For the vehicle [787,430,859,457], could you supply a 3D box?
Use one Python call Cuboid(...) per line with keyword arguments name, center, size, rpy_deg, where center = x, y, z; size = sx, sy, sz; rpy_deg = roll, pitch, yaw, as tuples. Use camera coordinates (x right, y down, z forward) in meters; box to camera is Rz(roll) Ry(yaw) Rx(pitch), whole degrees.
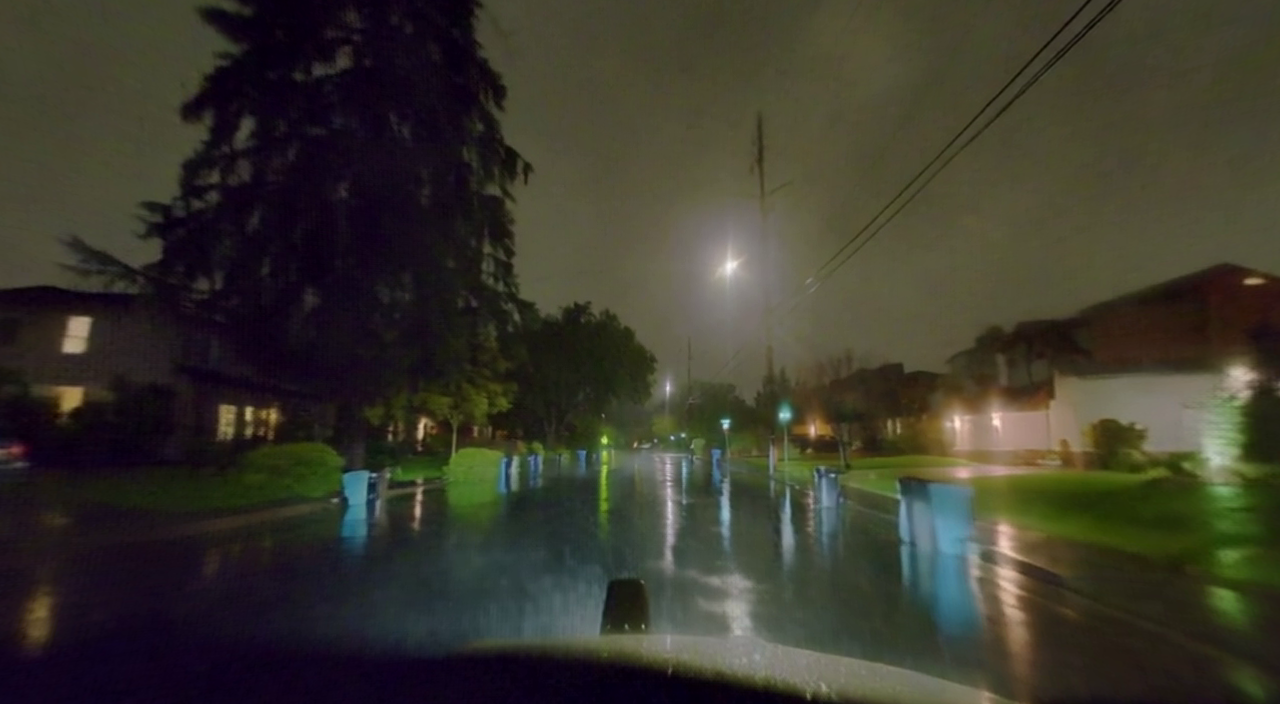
Cuboid(name="vehicle", center=(13.312, 6.714, 46.077), size=(4.581, 1.853, 2.024), rpy_deg=(2, -8, -6))
